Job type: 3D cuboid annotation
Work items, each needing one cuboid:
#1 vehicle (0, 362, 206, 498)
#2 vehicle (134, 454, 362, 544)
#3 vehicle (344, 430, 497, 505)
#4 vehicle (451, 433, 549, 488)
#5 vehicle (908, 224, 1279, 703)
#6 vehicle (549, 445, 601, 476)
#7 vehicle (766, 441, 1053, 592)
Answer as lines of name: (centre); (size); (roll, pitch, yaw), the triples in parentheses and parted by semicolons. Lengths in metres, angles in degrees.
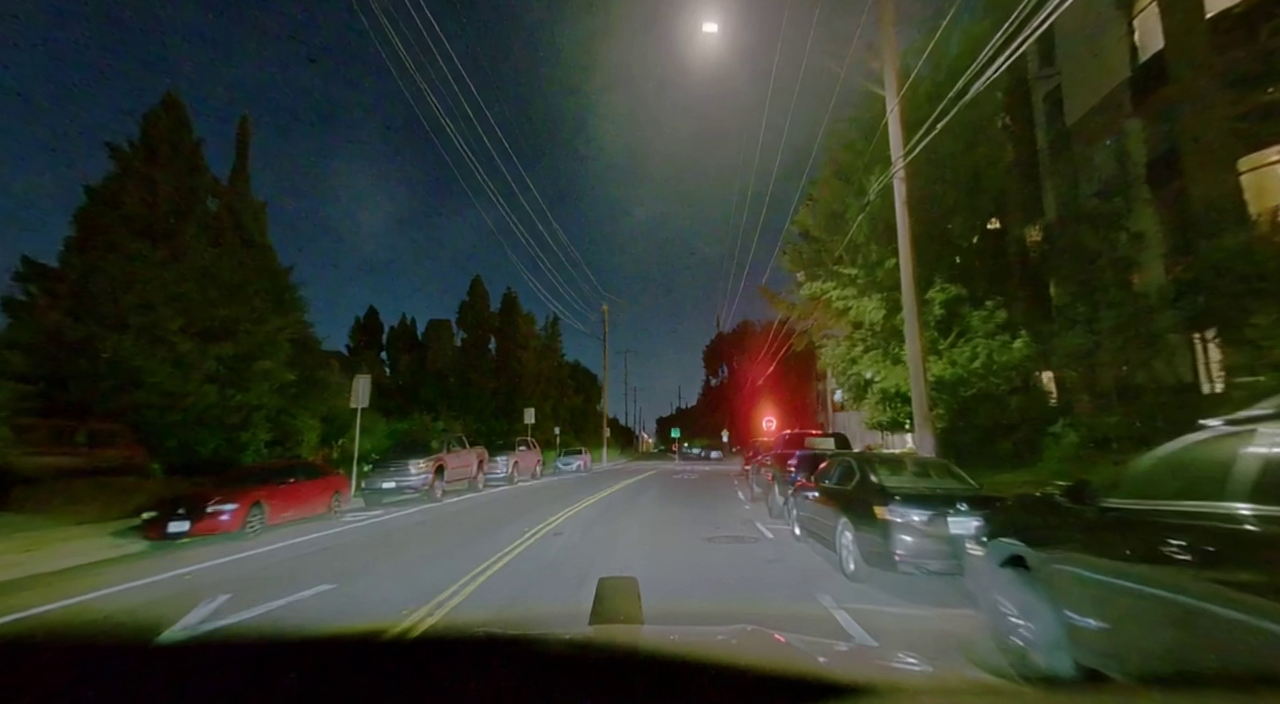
vehicle: (-13.590, 1.866, 14.475); (2.990, 2.566, 5.898); (-3, -8, 2)
vehicle: (-7.359, 2.755, 12.471); (1.823, 1.407, 4.125); (0, -9, 1)
vehicle: (-6.178, 3.345, 18.747); (2.270, 1.881, 5.412); (-1, -9, 4)
vehicle: (-5.327, 4.230, 24.982); (2.158, 1.929, 5.184); (-1, -9, 7)
vehicle: (3.108, 0.545, 1.361); (2.233, 2.035, 6.097); (0, -9, -2)
vehicle: (-3.640, 6.183, 36.297); (1.922, 1.505, 4.502); (-5, -9, 7)
vehicle: (3.069, 1.939, 8.419); (1.875, 1.441, 4.445); (0, -9, 0)
